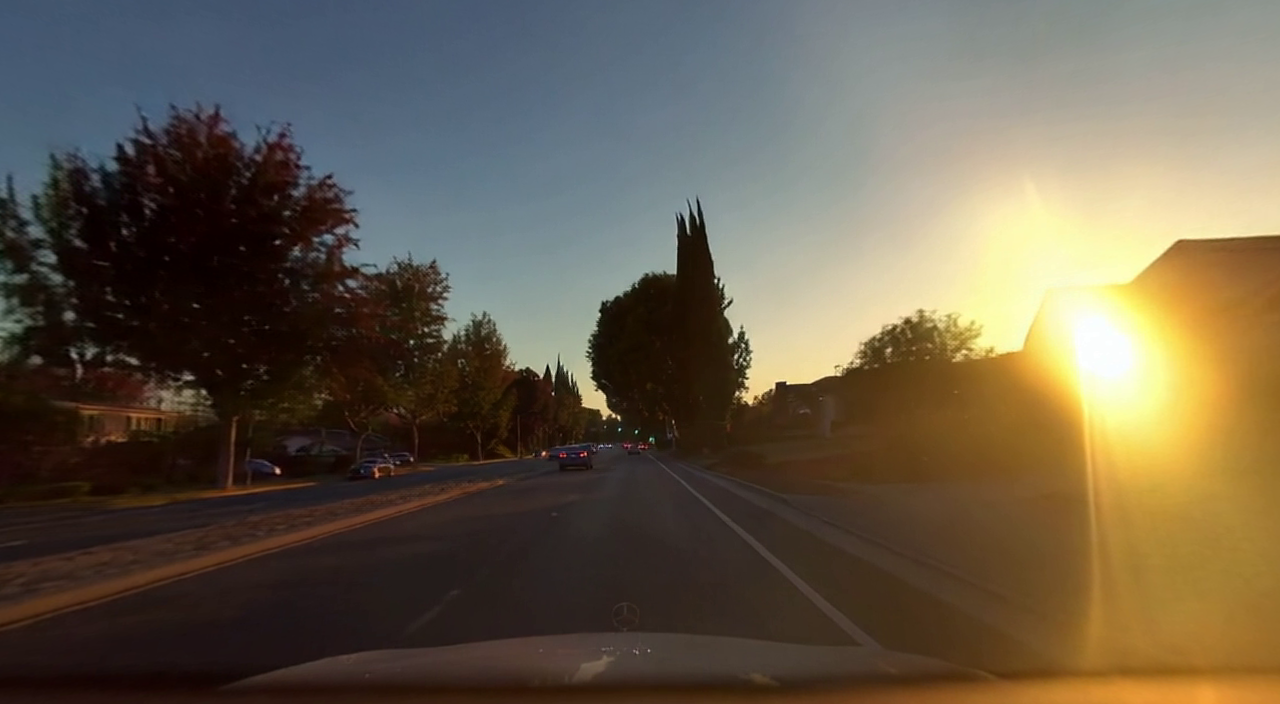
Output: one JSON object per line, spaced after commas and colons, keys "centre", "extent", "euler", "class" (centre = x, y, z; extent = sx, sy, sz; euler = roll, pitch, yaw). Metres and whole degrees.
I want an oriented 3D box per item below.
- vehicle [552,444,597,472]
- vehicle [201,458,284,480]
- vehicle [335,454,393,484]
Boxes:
{"centre": [-3.487, 5.745, 34.480], "extent": [1.992, 1.447, 4.044], "euler": [0, -8, 0], "class": "vehicle"}
{"centre": [-28.954, 8.494, 46.122], "extent": [4.612, 1.454, 2.016], "euler": [1, -8, -8], "class": "vehicle"}
{"centre": [-17.733, 7.494, 40.790], "extent": [1.900, 1.474, 4.431], "euler": [-5, -7, -2], "class": "vehicle"}
